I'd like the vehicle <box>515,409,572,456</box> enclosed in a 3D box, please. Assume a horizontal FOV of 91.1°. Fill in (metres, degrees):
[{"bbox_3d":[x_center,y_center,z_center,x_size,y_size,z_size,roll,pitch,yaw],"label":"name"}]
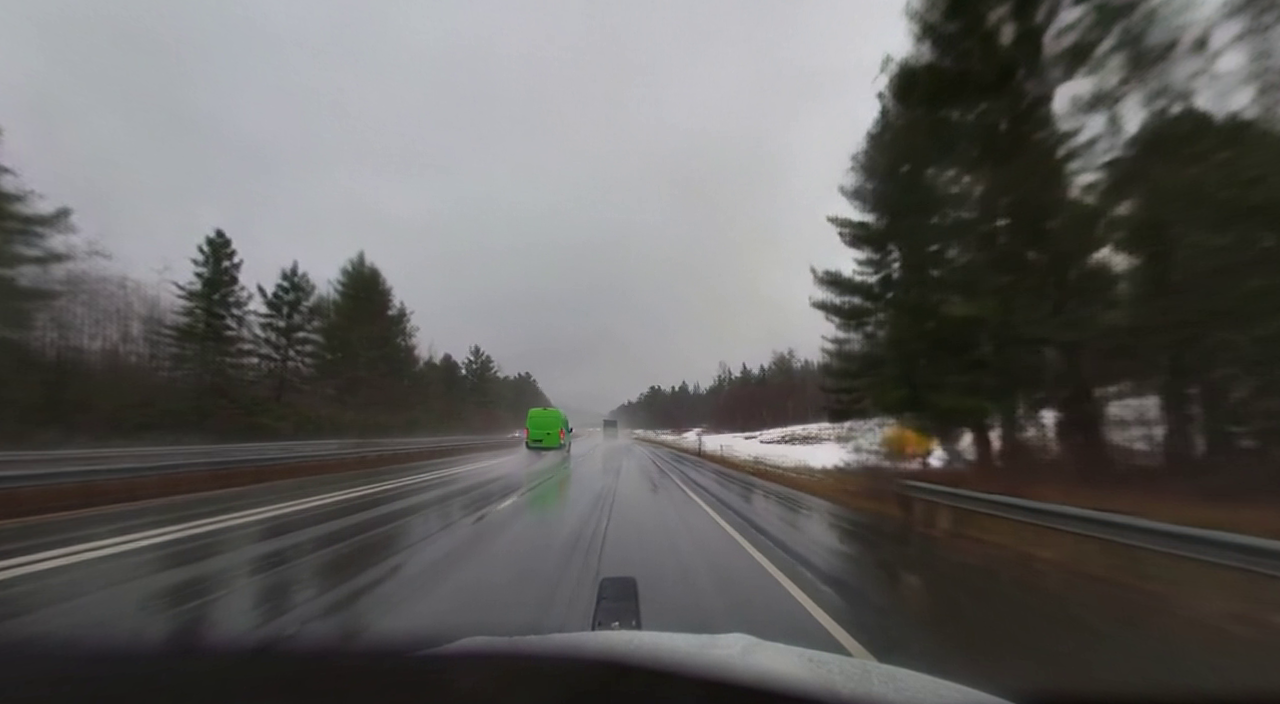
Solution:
[{"bbox_3d":[-5.484,4.715,36.662,2.561,2.509,5.465,0,-8,-1],"label":"vehicle"}]
